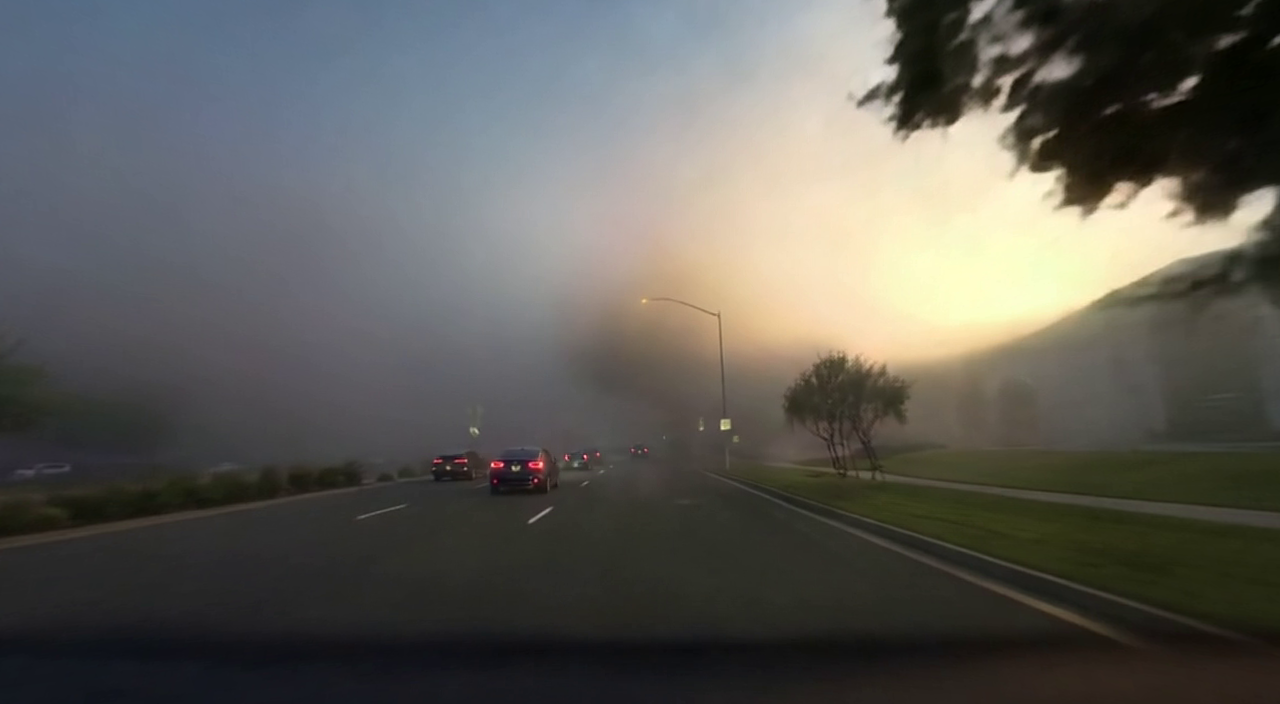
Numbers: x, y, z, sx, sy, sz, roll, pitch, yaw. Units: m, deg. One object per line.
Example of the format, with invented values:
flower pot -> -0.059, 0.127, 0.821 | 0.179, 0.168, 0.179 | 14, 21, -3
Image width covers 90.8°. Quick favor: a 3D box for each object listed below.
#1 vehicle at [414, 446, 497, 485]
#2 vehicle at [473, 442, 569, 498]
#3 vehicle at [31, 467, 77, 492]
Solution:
vehicle -> -7.608, 4.727, 26.616 | 1.976, 1.497, 4.709 | 0, -9, 1
vehicle -> -3.467, 3.556, 19.413 | 2.011, 1.483, 4.596 | 0, -9, 1
vehicle -> -39.769, 8.606, 42.845 | 1.960, 1.475, 4.381 | 9, -12, -44
